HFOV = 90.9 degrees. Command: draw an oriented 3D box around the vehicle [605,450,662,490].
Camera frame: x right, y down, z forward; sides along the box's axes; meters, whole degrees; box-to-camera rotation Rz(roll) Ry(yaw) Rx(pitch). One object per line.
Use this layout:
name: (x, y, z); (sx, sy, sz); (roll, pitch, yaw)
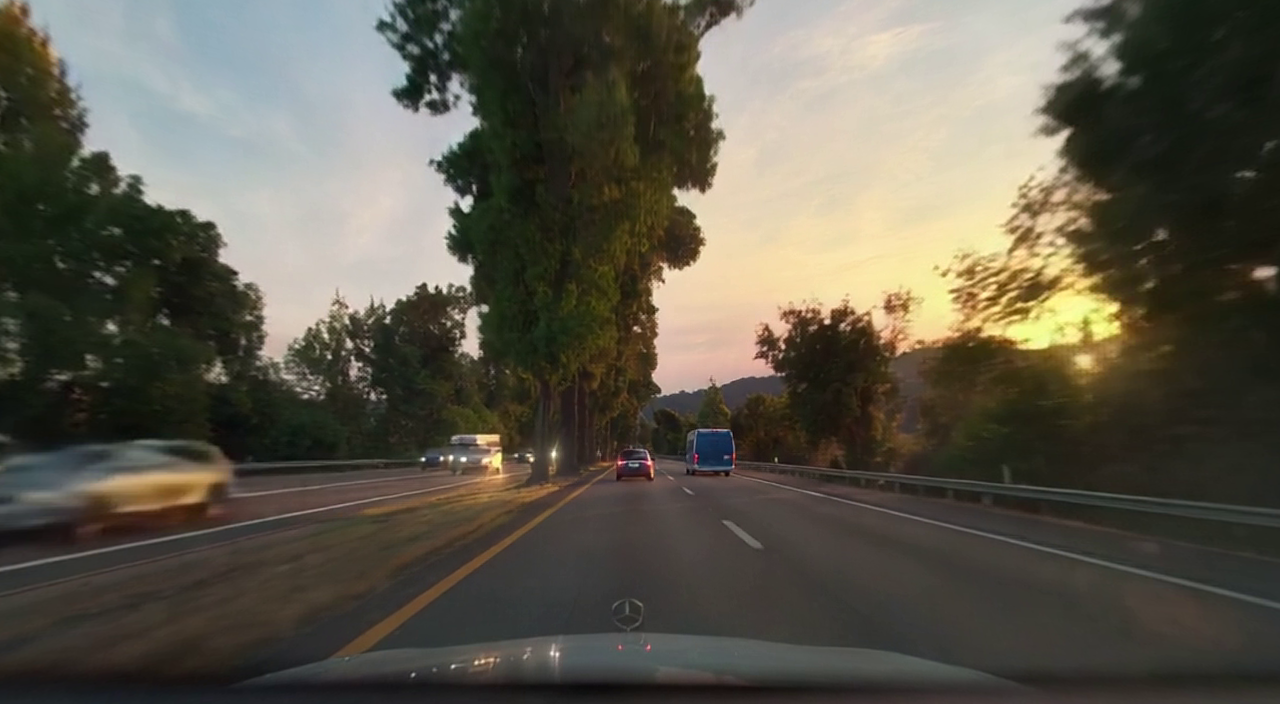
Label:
vehicle: (-0.250, 4.583, 24.752); (2.037, 1.417, 3.885); (0, -9, 0)

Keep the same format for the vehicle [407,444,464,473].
vehicle: (-12.445, 6.494, 38.661); (2.121, 1.659, 4.292); (0, -9, 0)

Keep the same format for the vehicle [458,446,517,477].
vehicle: (-7.594, 5.485, 31.736); (1.911, 1.461, 3.984); (0, -9, 1)

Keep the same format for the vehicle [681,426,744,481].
vehicle: (3.721, 5.390, 33.649); (2.513, 2.633, 5.930); (0, -9, -2)

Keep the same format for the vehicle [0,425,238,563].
vehicle: (-7.760, 1.780, 8.406); (1.952, 1.449, 4.276); (0, -9, 0)
